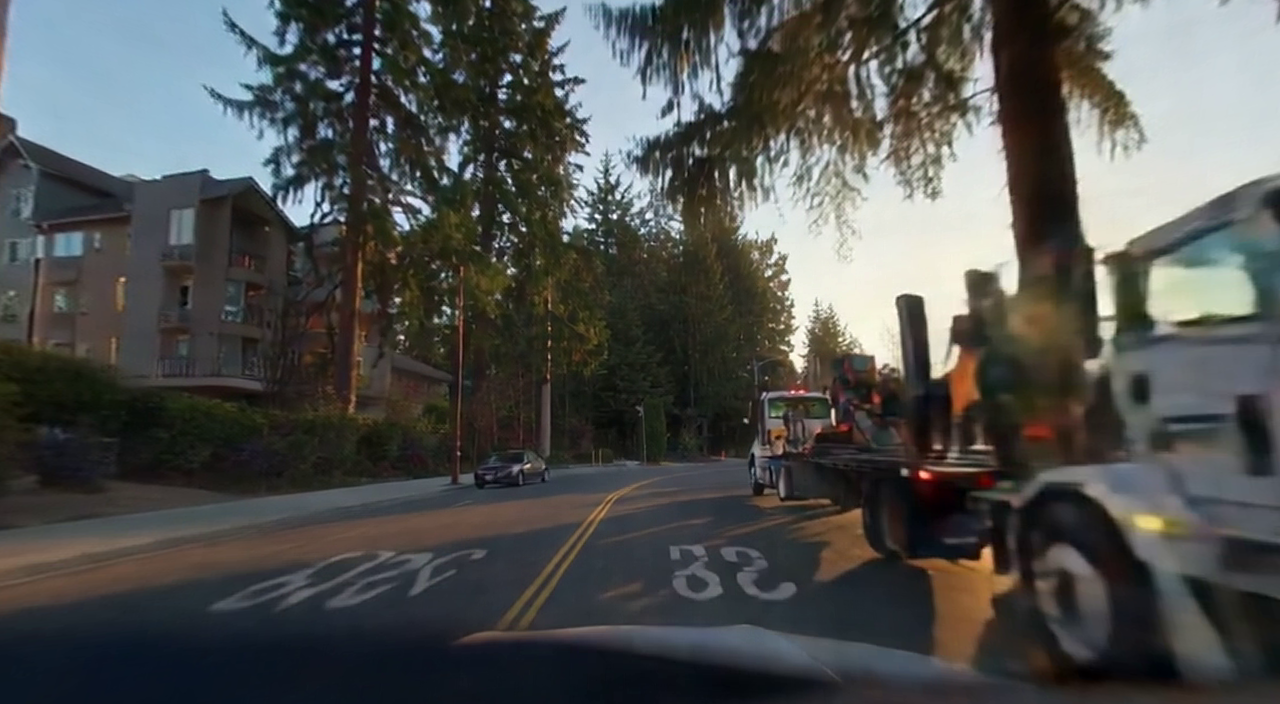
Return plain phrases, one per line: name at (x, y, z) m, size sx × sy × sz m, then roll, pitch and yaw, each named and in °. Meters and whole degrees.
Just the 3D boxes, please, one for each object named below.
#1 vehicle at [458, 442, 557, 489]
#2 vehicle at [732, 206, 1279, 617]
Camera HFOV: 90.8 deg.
vehicle at (-4.539, 3.938, 22.382) m, size 1.930 × 1.487 × 4.213 m, roll -1°, pitch -8°, yaw 10°
vehicle at (3.915, 1.436, 11.001) m, size 2.834 × 3.143 × 12.517 m, roll 0°, pitch -10°, yaw 0°
